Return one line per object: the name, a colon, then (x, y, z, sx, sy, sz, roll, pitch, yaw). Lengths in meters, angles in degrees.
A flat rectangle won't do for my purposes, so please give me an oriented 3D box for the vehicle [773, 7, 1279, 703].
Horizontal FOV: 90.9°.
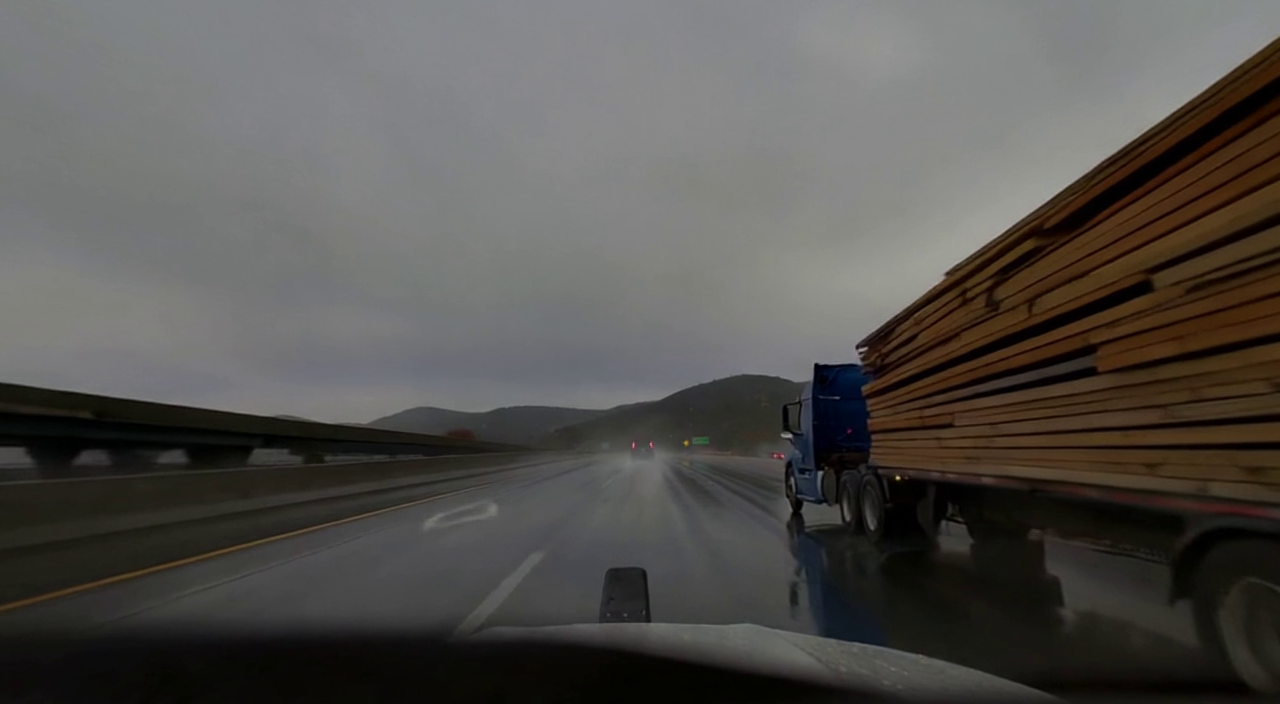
vehicle: (4.074, 0.828, 6.012, 3.326, 3.089, 10.642, -1, -9, 0)
